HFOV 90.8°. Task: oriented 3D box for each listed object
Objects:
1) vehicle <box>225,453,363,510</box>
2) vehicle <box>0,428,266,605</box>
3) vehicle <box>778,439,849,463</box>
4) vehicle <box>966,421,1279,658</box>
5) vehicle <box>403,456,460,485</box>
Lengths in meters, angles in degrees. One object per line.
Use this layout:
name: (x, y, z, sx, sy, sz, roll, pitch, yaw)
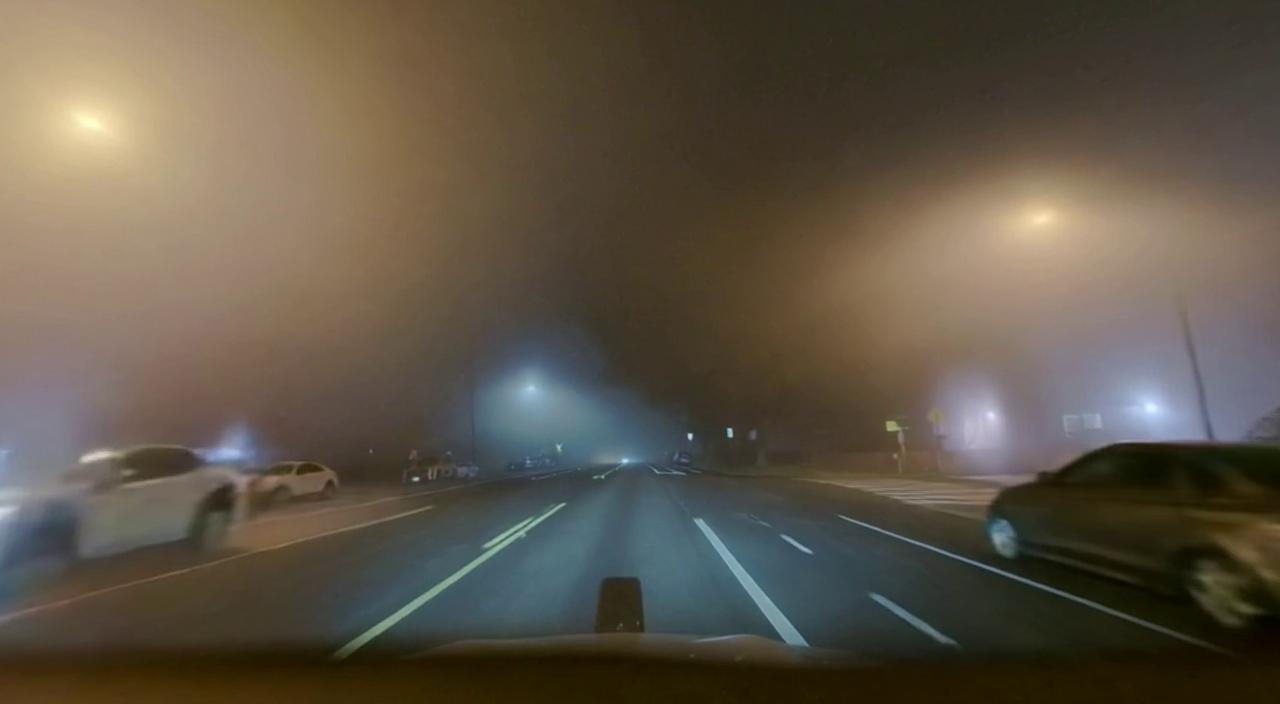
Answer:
vehicle: (-12.558, 4.684, 23.471, 2.128, 1.768, 5.306, 0, -9, 0)
vehicle: (-7.406, 1.957, 8.339, 2.092, 1.741, 4.559, 0, -9, 0)
vehicle: (12.933, 7.421, 47.323, 4.696, 1.732, 1.968, 0, -9, 0)
vehicle: (4.960, 1.365, 5.218, 1.950, 1.469, 4.625, 0, -9, -2)
vehicle: (-12.634, 7.192, 38.581, 1.926, 1.533, 4.557, 0, -9, 1)
